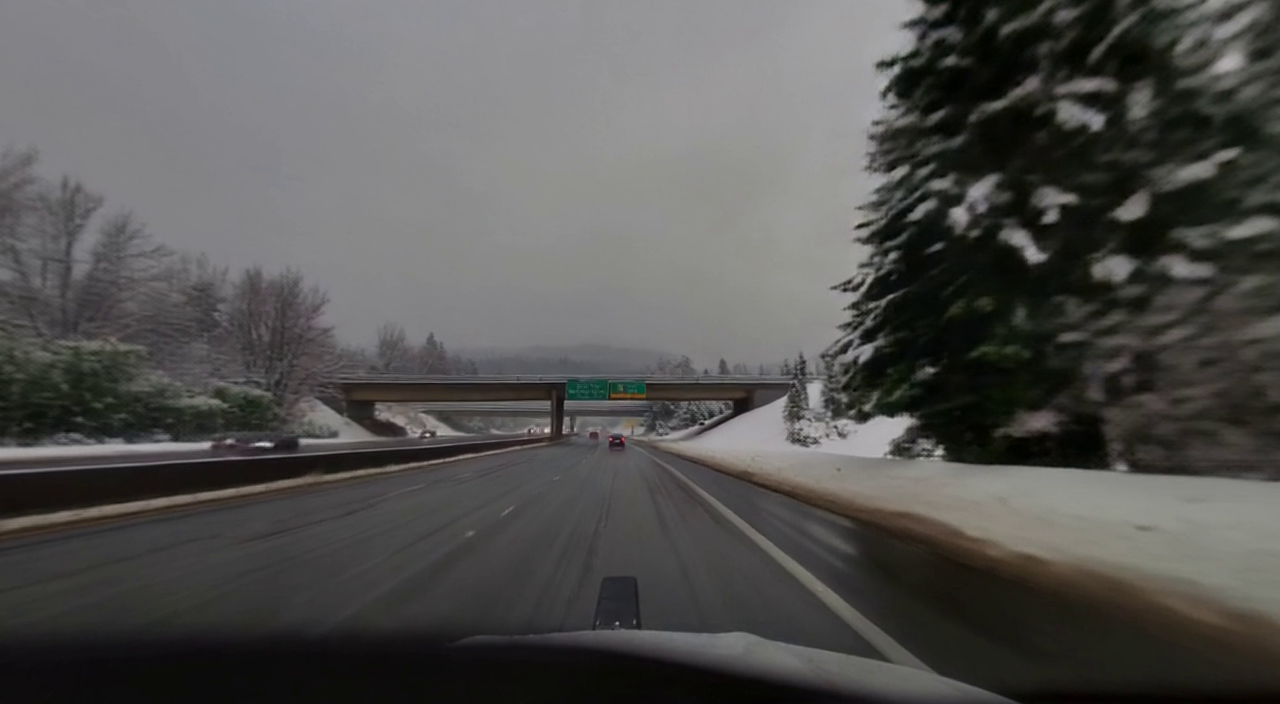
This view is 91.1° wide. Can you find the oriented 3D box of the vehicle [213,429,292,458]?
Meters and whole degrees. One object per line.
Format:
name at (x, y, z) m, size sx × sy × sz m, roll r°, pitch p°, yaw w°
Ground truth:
vehicle at (-21.948, 5.190, 35.817) m, size 1.919 × 1.535 × 4.259 m, roll 0°, pitch -8°, yaw -2°
